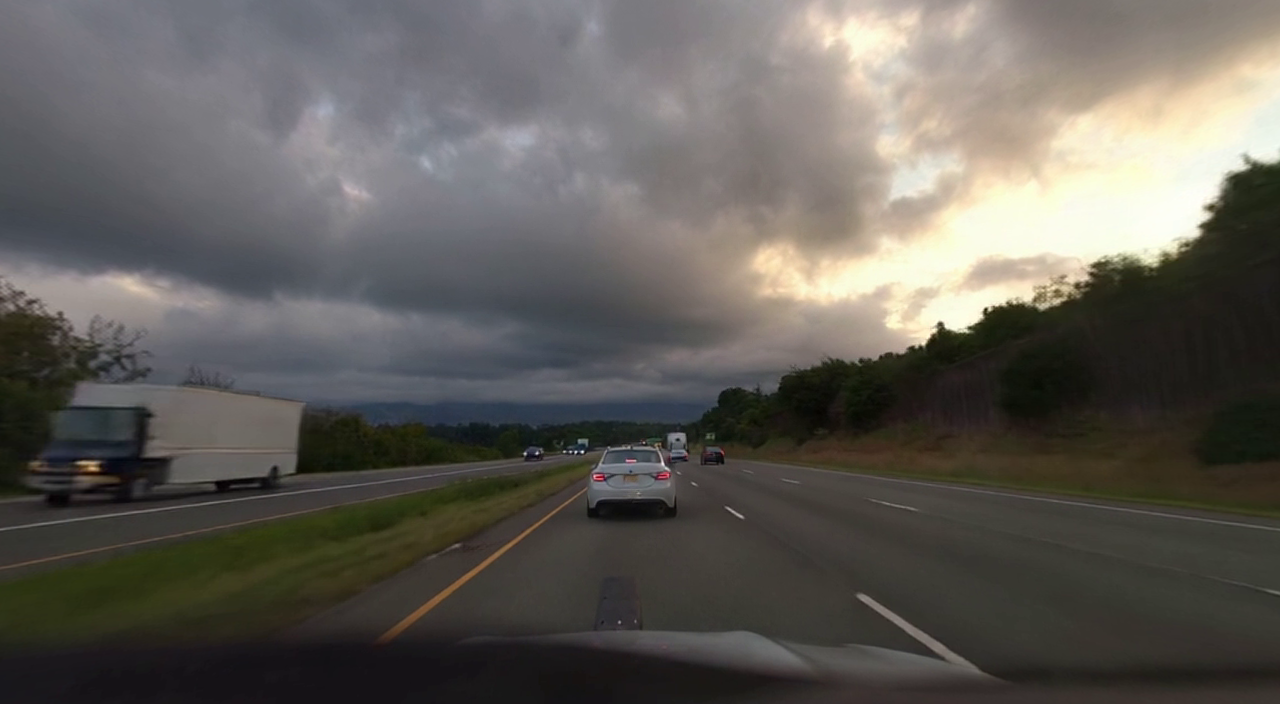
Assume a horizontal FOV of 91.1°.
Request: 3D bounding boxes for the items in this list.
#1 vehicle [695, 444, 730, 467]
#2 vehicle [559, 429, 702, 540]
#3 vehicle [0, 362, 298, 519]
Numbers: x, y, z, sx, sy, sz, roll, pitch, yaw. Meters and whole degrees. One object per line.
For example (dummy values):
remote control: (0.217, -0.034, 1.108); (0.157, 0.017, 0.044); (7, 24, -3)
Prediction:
vehicle: (5.047, 7.288, 44.289); (1.931, 1.516, 3.995); (0, -9, 0)
vehicle: (-0.157, 2.221, 11.070); (2.088, 1.580, 3.657); (0, -9, 0)
vehicle: (-13.366, 2.536, 17.832); (2.757, 3.414, 7.910); (-1, -9, 0)
